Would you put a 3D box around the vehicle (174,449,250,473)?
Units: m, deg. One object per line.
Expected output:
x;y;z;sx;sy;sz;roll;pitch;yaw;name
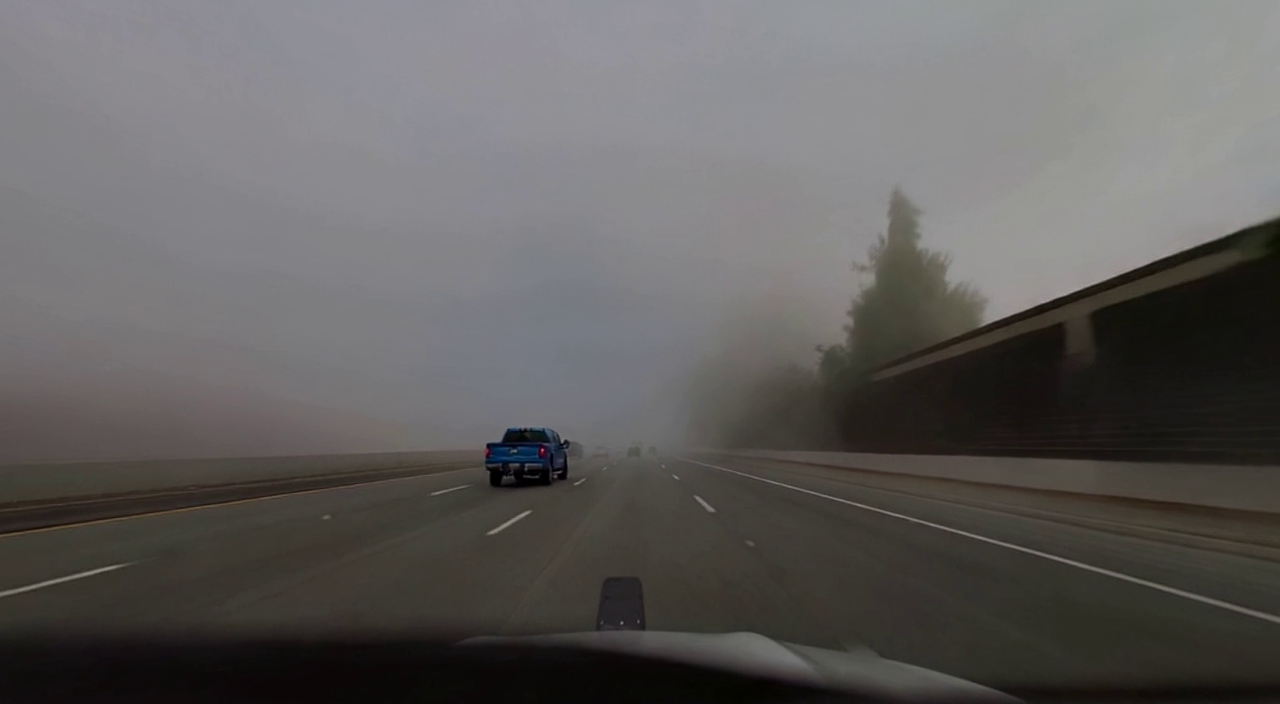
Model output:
-29.035;7.364;42.925;1.870;1.505;4.541;0;-8;1;vehicle

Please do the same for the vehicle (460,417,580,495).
-3.643;3.364;20.758;2.604;2.170;6.271;0;-8;1;vehicle
